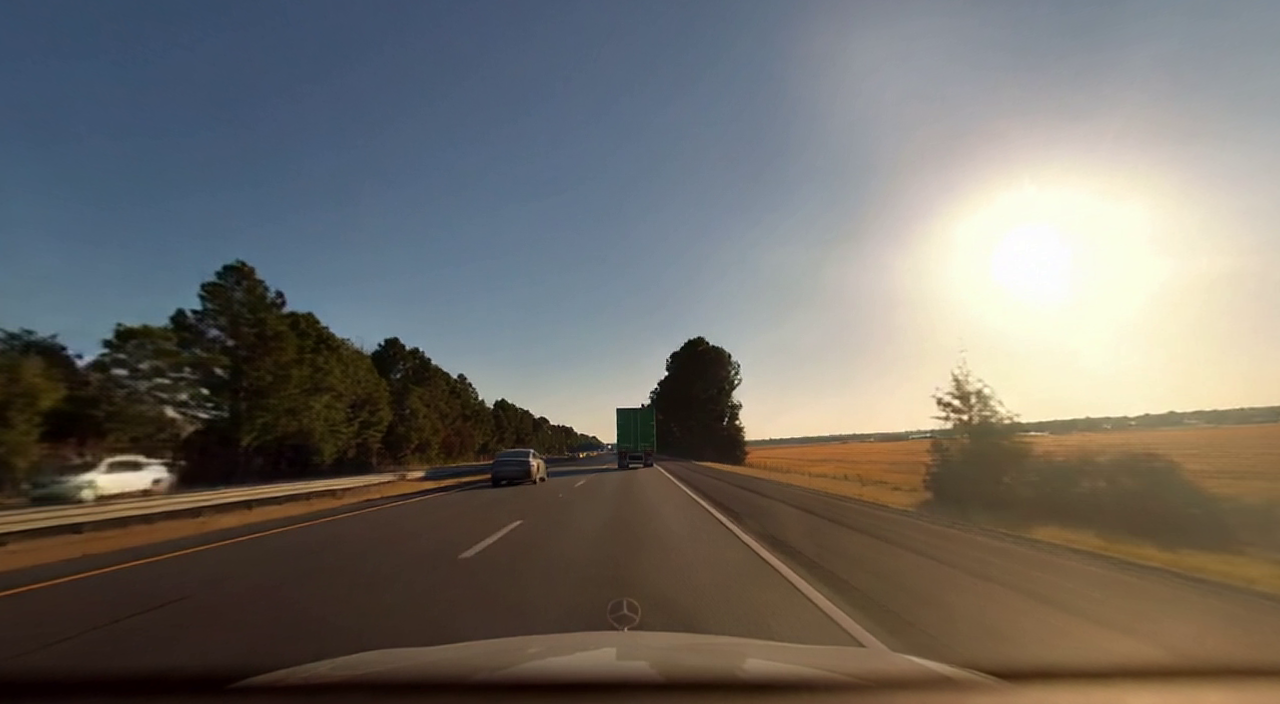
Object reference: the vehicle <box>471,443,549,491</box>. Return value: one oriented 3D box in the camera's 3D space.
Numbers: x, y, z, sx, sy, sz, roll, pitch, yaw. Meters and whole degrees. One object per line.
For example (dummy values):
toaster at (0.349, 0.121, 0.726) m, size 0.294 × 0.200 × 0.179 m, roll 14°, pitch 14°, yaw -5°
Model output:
vehicle at (-4.472, 4.006, 22.243) m, size 1.937 × 1.493 × 3.779 m, roll 0°, pitch -9°, yaw 0°

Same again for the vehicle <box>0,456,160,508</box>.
vehicle at (-17.847, 4.094, 20.298) m, size 1.805 × 1.466 × 3.803 m, roll 0°, pitch -9°, yaw 0°
